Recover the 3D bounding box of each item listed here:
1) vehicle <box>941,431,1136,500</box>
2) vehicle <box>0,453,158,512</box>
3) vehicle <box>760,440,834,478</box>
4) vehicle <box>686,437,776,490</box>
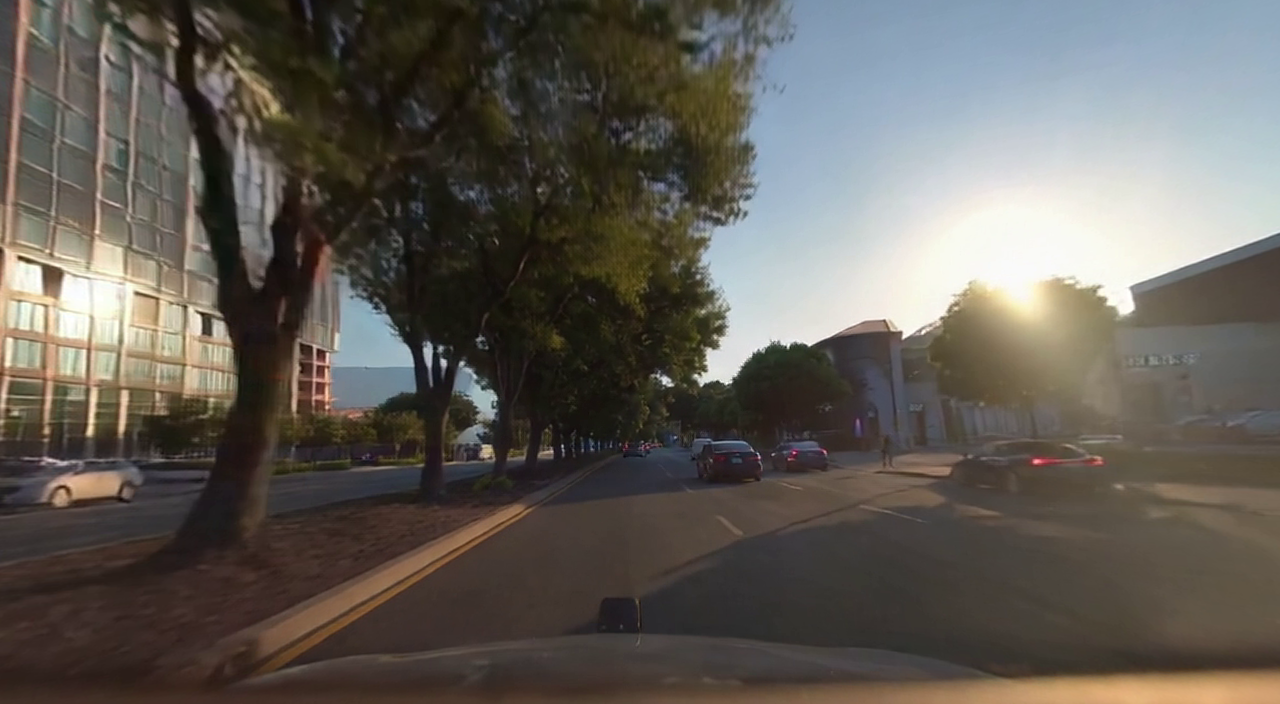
[{"bbox_3d":[9.944,2.853,16.359,2.003,1.511,4.670,0,-8,0],"label":"vehicle"},{"bbox_3d":[-19.616,4.397,21.870,2.071,1.743,4.749,0,-8,0],"label":"vehicle"},{"bbox_3d":[6.366,4.368,26.131,1.912,1.411,4.380,0,-8,-1],"label":"vehicle"},{"bbox_3d":[2.780,3.546,20.439,2.131,1.491,4.496,0,-8,-1],"label":"vehicle"}]
